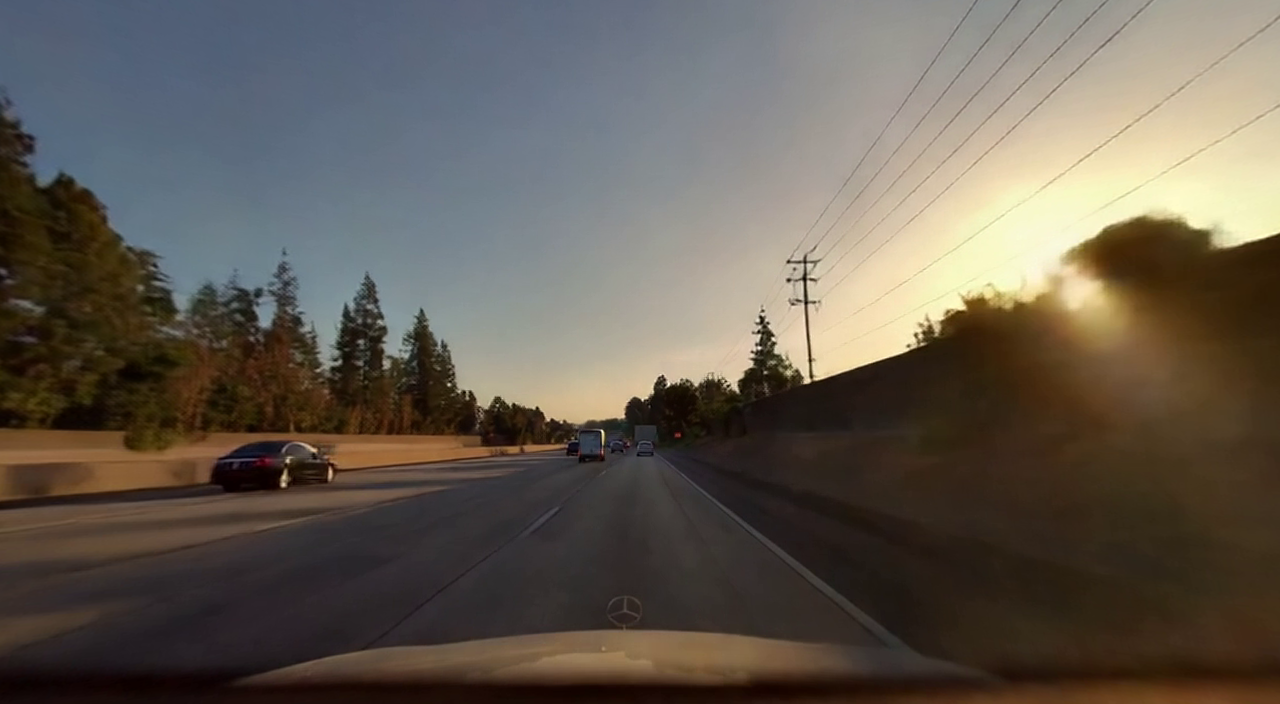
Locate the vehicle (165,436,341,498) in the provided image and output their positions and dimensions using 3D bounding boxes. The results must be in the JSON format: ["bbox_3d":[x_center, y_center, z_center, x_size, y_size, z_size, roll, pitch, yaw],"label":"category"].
[{"bbox_3d":[-10.666,3.176,17.842,1.955,1.496,4.732,0,-8,1],"label":"vehicle"}]

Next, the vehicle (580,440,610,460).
[{"bbox_3d":[-3.517,7.660,49.327,2.046,1.478,4.111,0,-8,0],"label":"vehicle"}]

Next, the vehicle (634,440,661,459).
[{"bbox_3d":[0.574,7.751,49.974,2.057,1.453,3.926,0,-8,0],"label":"vehicle"}]
